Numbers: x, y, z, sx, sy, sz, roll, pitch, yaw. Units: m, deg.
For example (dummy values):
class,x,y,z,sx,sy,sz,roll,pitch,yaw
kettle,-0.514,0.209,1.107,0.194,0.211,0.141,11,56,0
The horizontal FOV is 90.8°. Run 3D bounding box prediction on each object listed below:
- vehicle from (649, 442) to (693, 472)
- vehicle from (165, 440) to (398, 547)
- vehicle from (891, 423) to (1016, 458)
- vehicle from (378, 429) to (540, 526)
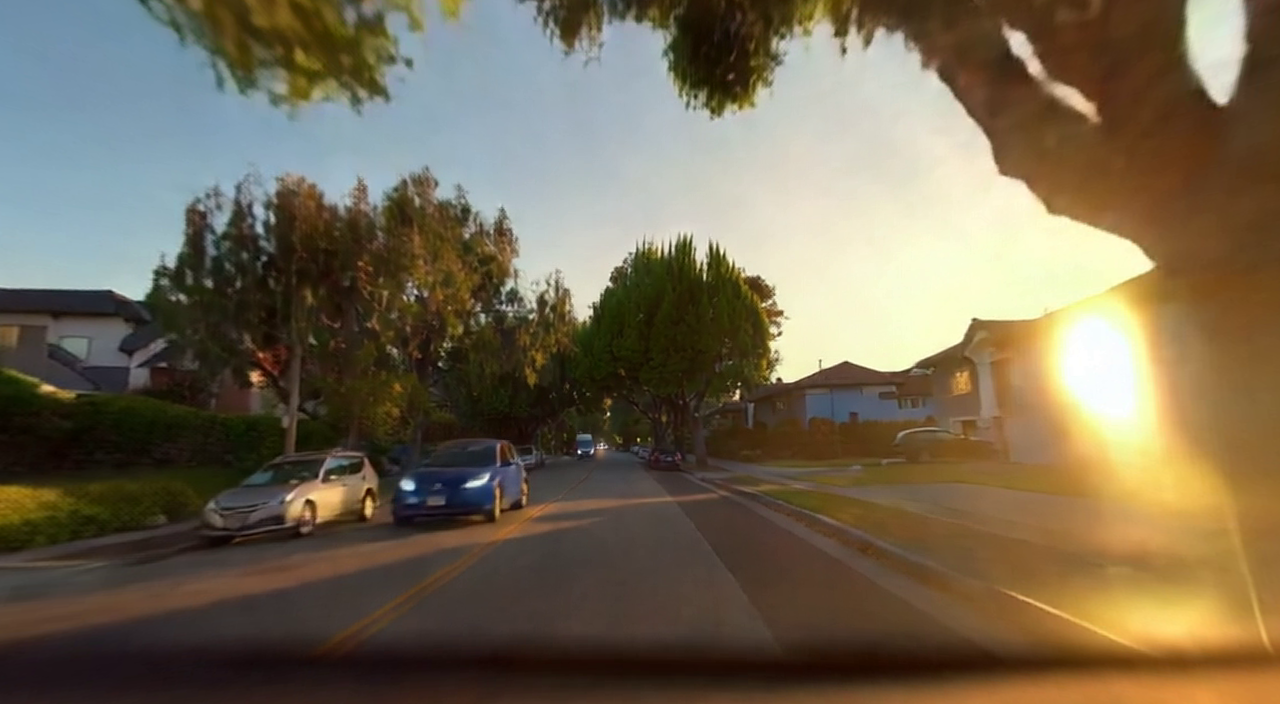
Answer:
class,x,y,z,sx,sy,sz,roll,pitch,yaw
vehicle,1.668,5.811,35.295,1.996,1.516,4.122,0,-8,-4
vehicle,-6.483,2.536,12.141,2.031,1.662,4.194,0,-8,0
vehicle,13.284,3.794,27.050,4.370,1.433,1.889,-2,-8,12
vehicle,-3.566,2.540,13.438,2.106,1.688,4.392,0,-8,0
